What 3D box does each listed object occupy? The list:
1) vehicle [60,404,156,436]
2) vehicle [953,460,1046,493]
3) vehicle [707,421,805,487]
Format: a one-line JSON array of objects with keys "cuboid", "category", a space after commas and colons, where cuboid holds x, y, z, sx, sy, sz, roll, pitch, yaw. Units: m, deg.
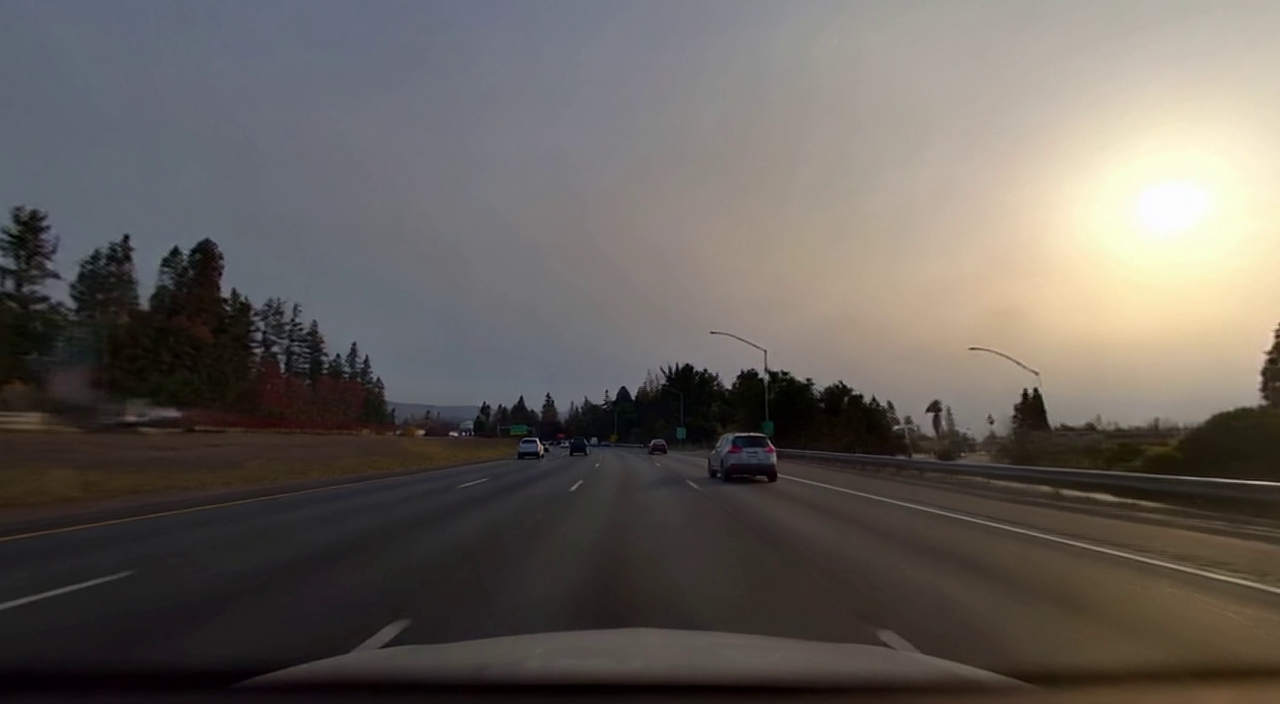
[{"cuboid": [-25.772, 3.347, 30.709, 1.606, 1.450, 3.588, 0, -8, -3], "category": "vehicle"}, {"cuboid": [20.268, 7.001, 35.828, 2.033, 1.580, 4.752, 1, -8, -8], "category": "vehicle"}, {"cuboid": [3.402, 3.112, 19.443, 2.043, 1.795, 4.347, 0, -8, -2], "category": "vehicle"}]
